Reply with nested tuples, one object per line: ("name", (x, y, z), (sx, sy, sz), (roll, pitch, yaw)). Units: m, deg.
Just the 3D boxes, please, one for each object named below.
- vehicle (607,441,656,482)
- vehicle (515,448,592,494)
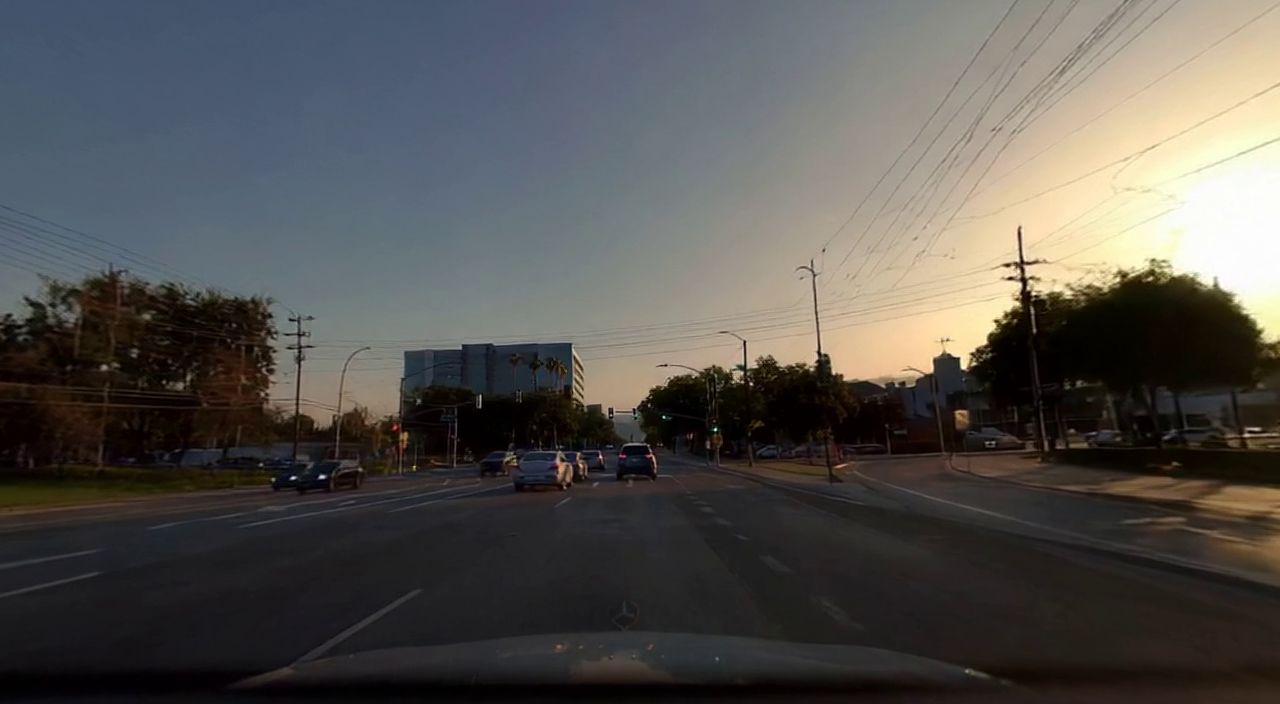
("vehicle", (-0.355, 5.338, 30.982), (2.276, 1.850, 3.897), (0, -8, 1))
("vehicle", (-3.062, 4.312, 23.320), (2.064, 1.464, 4.373), (0, -8, 2))
